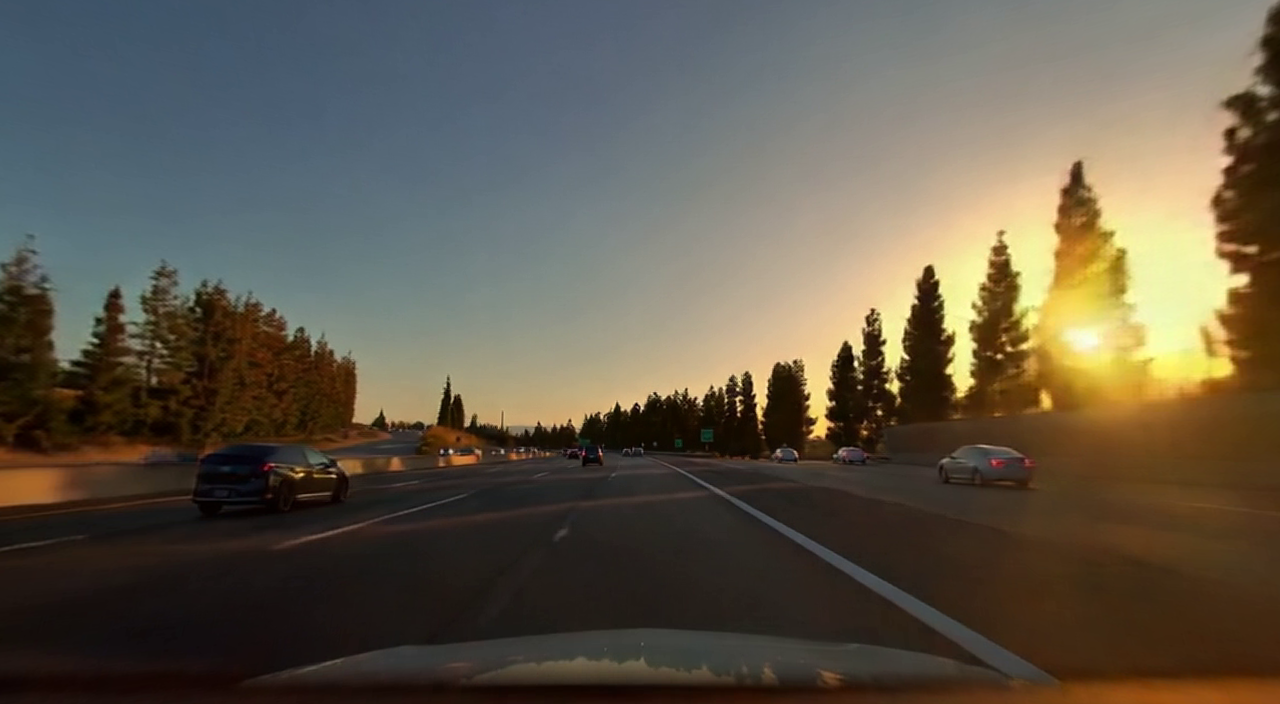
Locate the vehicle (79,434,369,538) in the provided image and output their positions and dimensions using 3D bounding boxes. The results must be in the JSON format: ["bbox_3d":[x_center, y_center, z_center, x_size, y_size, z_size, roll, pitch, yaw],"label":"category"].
[{"bbox_3d":[-6.976,2.262,11.408,2.038,1.463,4.656,0,-8,1],"label":"vehicle"}]

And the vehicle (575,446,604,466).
[{"bbox_3d":[-3.869,8.052,49.091,1.936,1.465,4.060,0,-8,0],"label":"vehicle"}]

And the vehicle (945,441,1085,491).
[{"bbox_3d":[12.810,3.884,22.005,2.201,1.535,4.735,0,-8,3],"label":"vehicle"}]
